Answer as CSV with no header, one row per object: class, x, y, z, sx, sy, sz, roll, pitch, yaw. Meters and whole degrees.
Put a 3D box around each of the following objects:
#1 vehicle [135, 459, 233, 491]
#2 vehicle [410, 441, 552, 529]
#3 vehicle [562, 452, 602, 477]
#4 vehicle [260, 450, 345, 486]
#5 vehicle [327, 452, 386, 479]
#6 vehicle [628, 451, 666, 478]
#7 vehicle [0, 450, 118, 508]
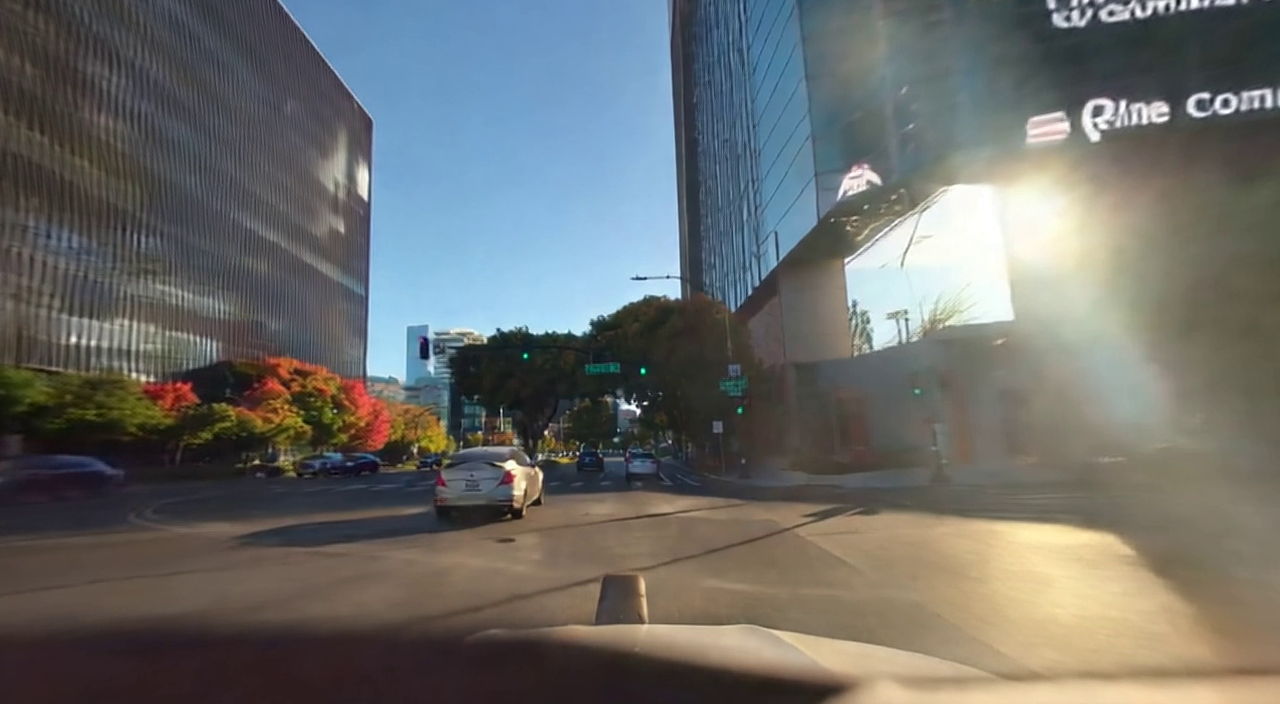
vehicle,-23.534,6.336,32.831,1.845,1.503,4.350,0,-9,-1
vehicle,-3.143,2.712,13.352,1.983,1.545,3.773,0,-9,0
vehicle,-3.610,7.118,40.251,2.088,1.430,4.482,0,-9,0
vehicle,-17.245,5.937,32.582,1.926,1.711,4.516,0,-9,-1
vehicle,-20.322,8.135,45.527,2.011,1.768,4.661,0,-9,0
vehicle,0.382,6.575,37.140,2.102,1.482,4.125,0,-9,0
vehicle,-20.100,4.110,20.869,1.931,1.722,4.419,1,-9,-1
